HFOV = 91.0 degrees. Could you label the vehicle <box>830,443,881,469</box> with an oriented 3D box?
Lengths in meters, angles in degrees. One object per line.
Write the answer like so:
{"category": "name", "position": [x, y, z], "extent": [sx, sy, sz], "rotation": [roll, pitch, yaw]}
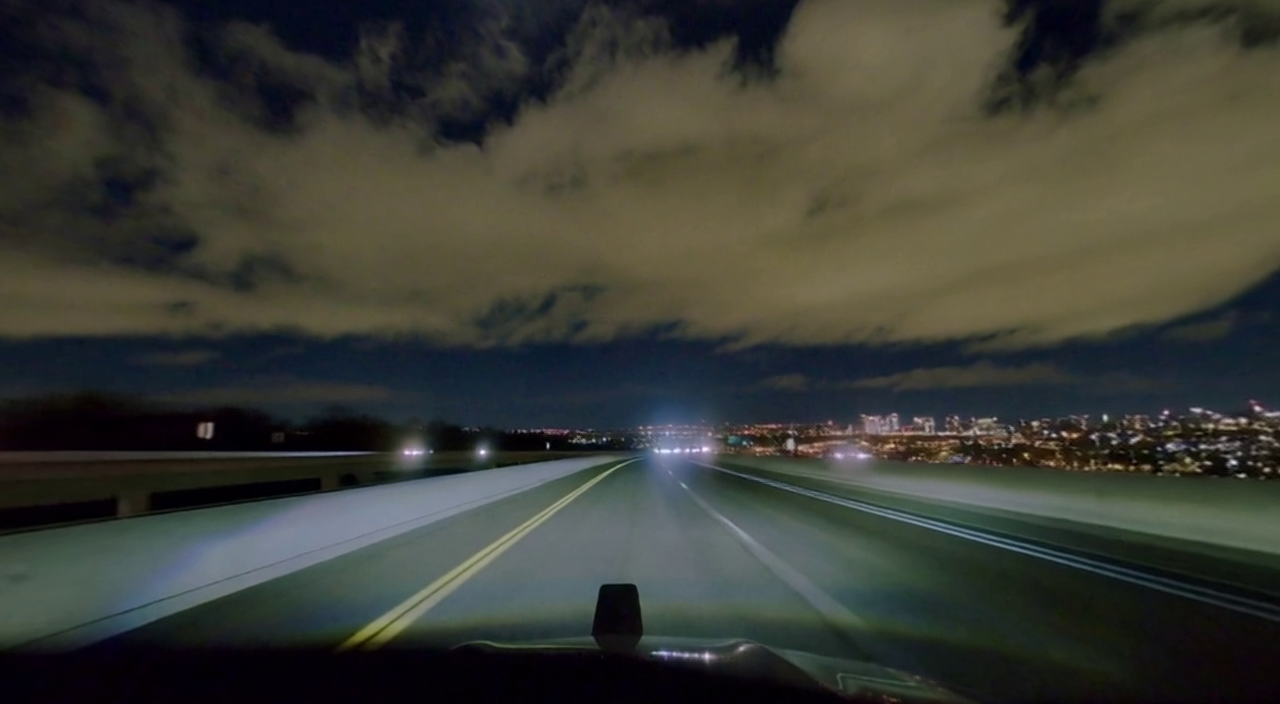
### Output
{"category": "vehicle", "position": [13.944, 6.728, 40.954], "extent": [1.770, 1.578, 3.997], "rotation": [0, -9, -2]}
